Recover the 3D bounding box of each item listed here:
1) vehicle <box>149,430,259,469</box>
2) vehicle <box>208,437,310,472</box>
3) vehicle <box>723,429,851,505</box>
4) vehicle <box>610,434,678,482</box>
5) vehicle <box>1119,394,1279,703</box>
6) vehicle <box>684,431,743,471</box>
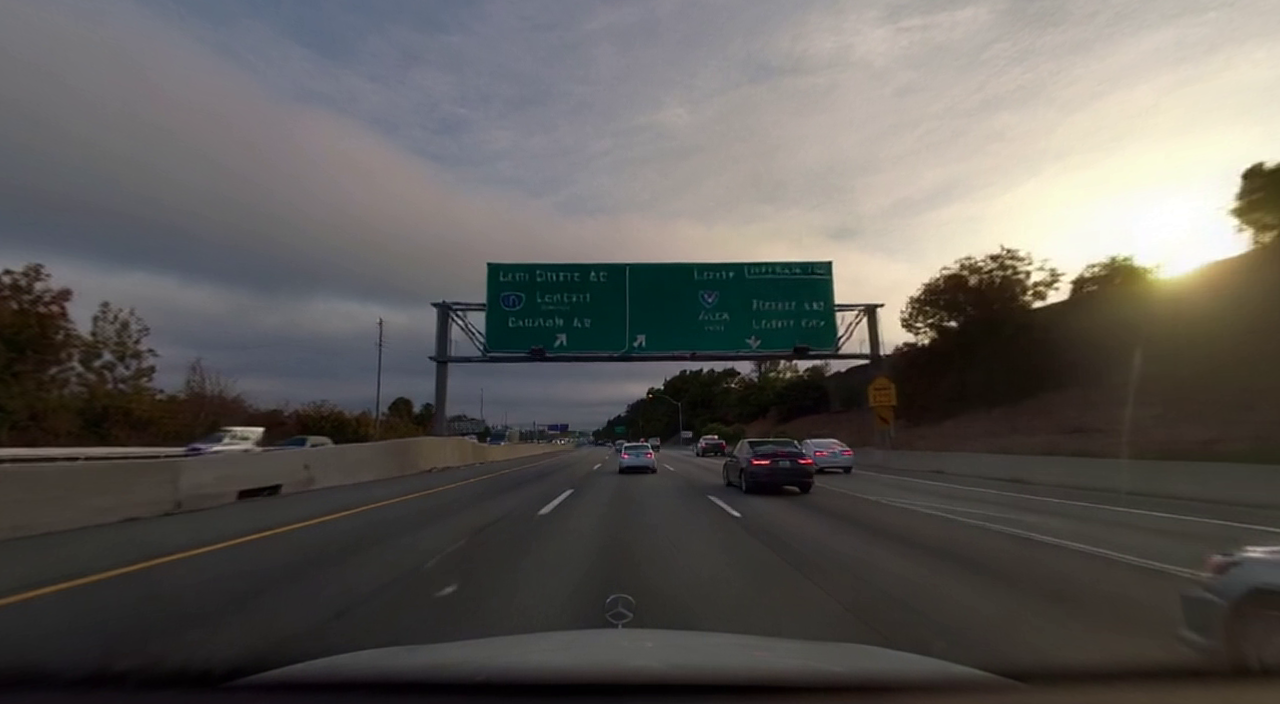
[{"bbox_3d":[-22.201,5.007,32.508,1.995,1.805,5.189,0,-8,-1],"label":"vehicle"},{"bbox_3d":[-17.501,4.734,29.326,2.018,1.489,4.474,0,-8,-1],"label":"vehicle"},{"bbox_3d":[3.227,2.620,14.816,1.856,1.517,4.198,0,-8,-2],"label":"vehicle"},{"bbox_3d":[0.062,3.584,21.593,2.098,1.475,3.997,0,-8,-2],"label":"vehicle"},{"bbox_3d":[3.541,0.684,0.878,1.993,1.504,4.781,0,-8,0],"label":"vehicle"},{"bbox_3d":[3.221,4.450,28.523,1.997,1.663,4.169,0,-8,-3],"label":"vehicle"}]
